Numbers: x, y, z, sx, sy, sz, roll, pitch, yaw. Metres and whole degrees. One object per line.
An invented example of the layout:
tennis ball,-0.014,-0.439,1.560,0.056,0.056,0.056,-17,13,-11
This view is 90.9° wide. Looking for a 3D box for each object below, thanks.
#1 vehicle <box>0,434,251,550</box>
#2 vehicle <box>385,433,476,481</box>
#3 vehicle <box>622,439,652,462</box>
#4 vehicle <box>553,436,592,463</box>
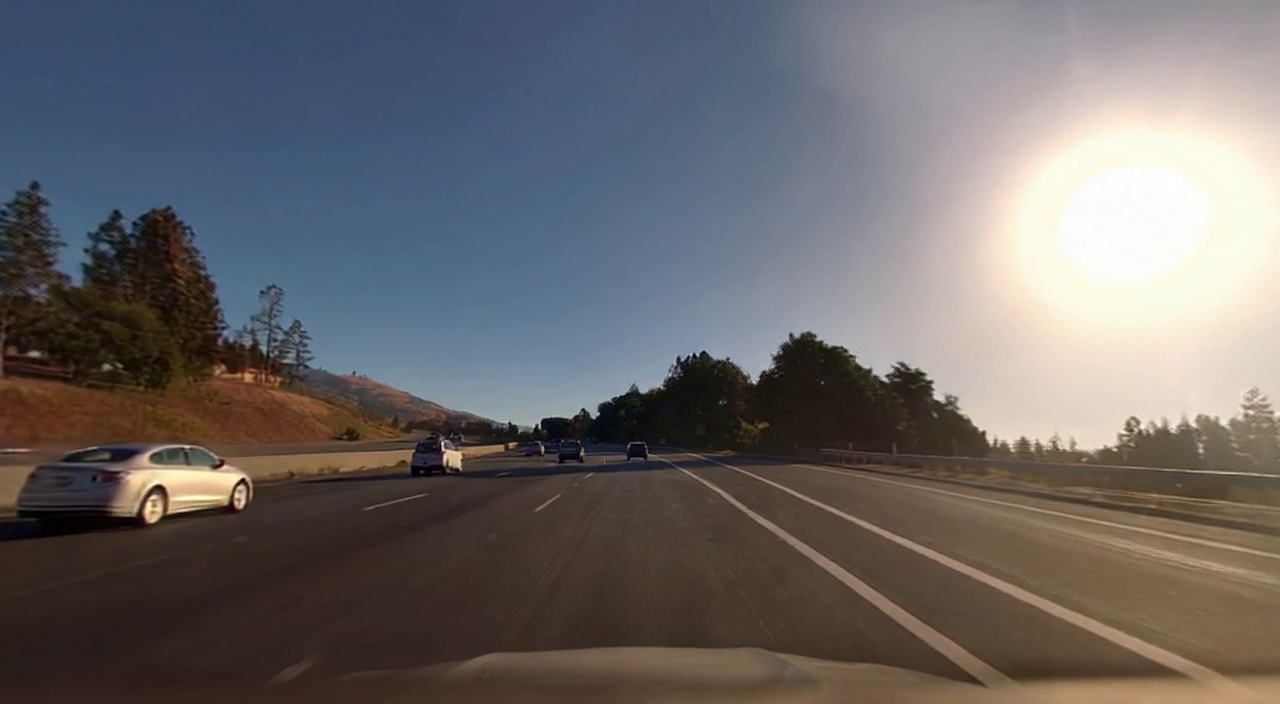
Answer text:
vehicle,-9.122,2.173,10.683,1.935,1.474,5.033,0,-8,-1
vehicle,-7.763,3.931,23.808,2.086,1.628,4.039,0,-8,-1
vehicle,-0.246,6.586,42.323,1.881,1.460,3.694,0,-8,-1
vehicle,-4.161,6.106,39.571,1.991,1.610,4.606,0,-8,-1
